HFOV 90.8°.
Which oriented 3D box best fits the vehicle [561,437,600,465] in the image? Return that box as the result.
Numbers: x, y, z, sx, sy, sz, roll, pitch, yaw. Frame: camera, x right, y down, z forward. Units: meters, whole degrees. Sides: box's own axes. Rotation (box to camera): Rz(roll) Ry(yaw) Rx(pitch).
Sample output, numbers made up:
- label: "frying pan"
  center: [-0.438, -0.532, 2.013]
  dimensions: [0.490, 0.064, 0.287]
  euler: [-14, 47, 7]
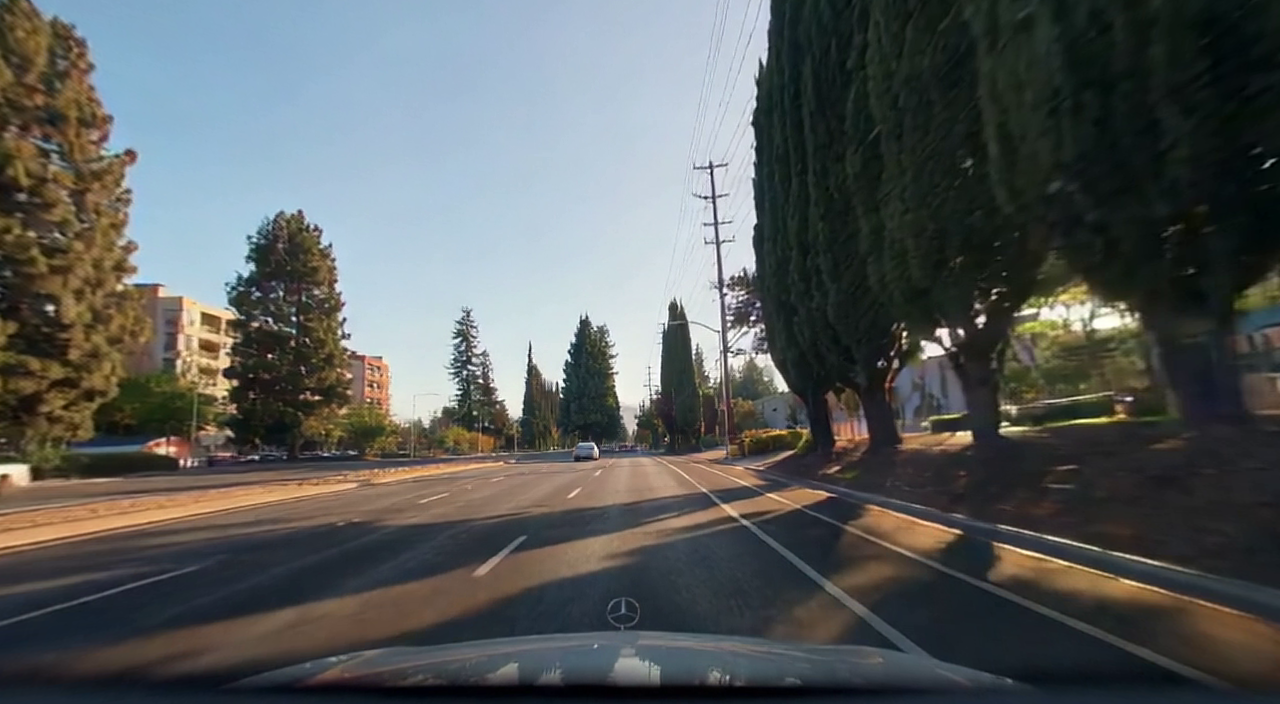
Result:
- label: "vehicle"
  center: [-3.778, 6.367, 40.832]
  dimensions: [2.121, 1.654, 3.993]
  euler: [0, -8, 0]
